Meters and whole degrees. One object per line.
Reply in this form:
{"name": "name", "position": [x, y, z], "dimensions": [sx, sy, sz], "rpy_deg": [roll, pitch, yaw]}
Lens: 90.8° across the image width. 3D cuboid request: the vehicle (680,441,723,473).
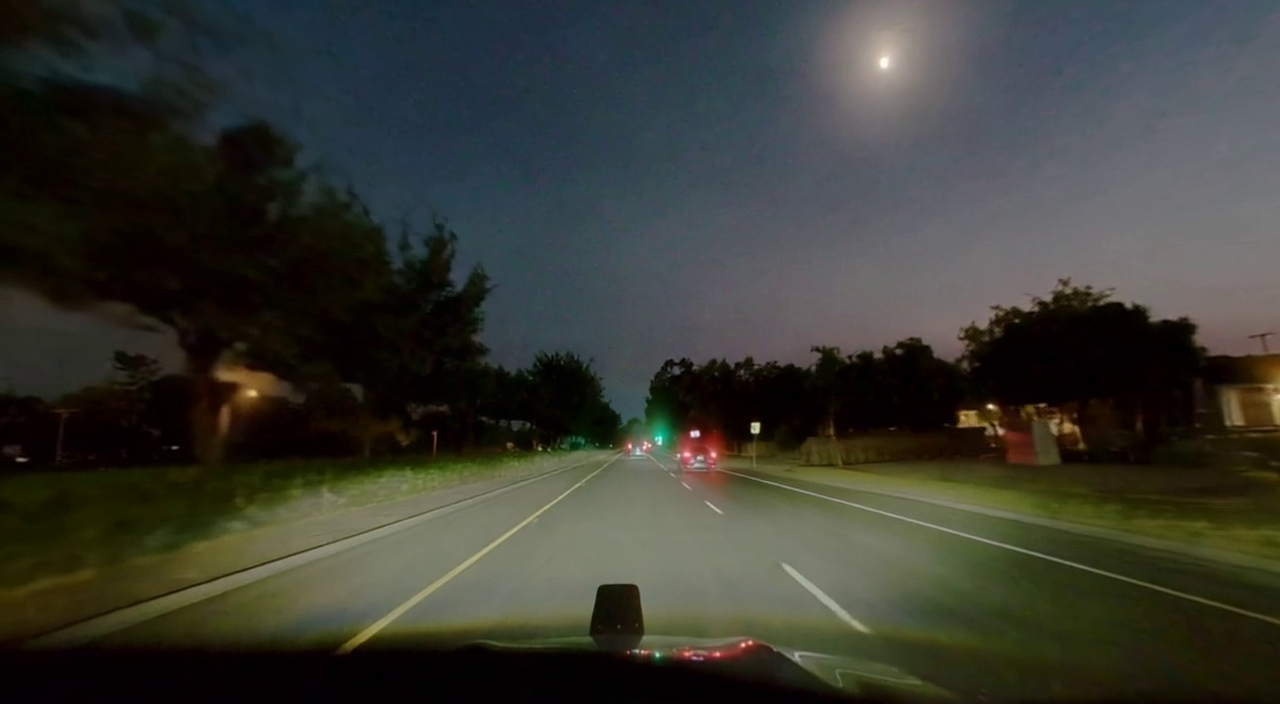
{"name": "vehicle", "position": [3.358, 5.788, 35.163], "dimensions": [1.888, 1.640, 4.044], "rpy_deg": [0, -8, -2]}
